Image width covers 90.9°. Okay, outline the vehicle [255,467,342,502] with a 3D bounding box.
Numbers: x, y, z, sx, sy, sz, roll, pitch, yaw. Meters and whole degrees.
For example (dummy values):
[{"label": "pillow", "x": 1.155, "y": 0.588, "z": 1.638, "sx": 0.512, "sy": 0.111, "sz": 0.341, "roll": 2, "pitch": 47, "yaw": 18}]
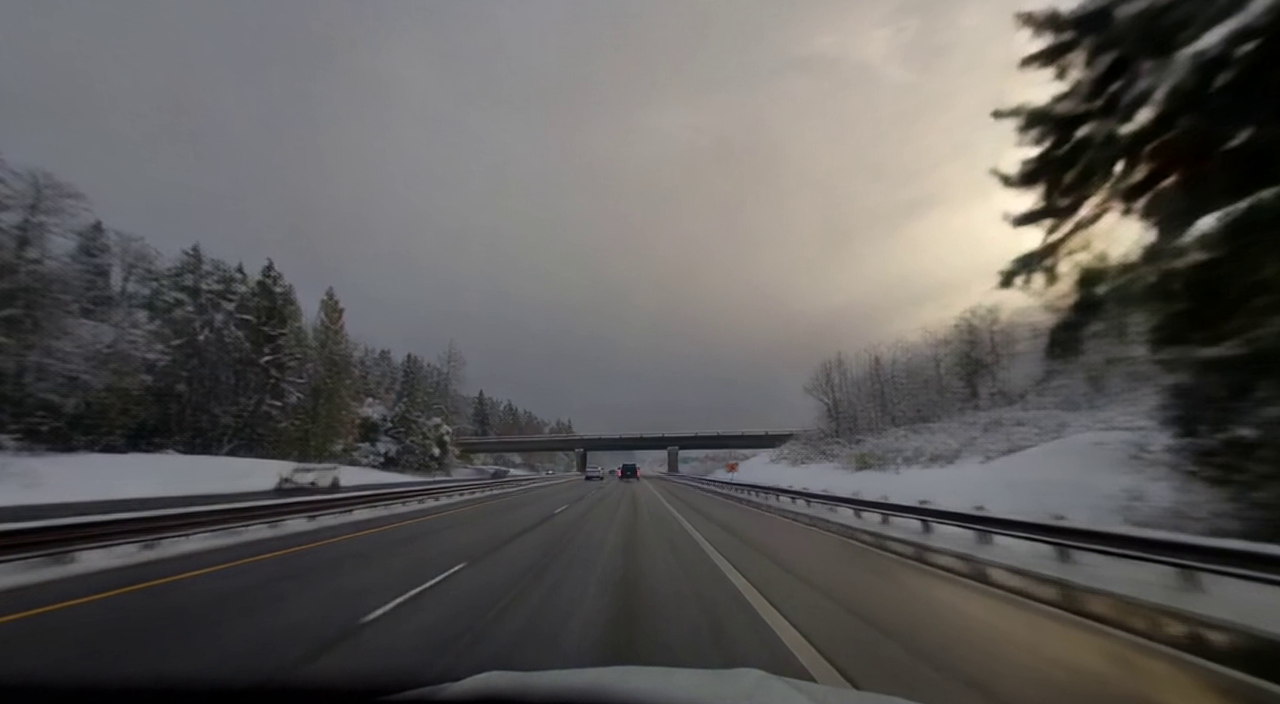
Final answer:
[{"label": "vehicle", "x": -17.081, "y": 6.619, "z": 31.765, "sx": 1.964, "sy": 1.590, "sz": 4.242, "roll": 1, "pitch": -11, "yaw": 0}]
